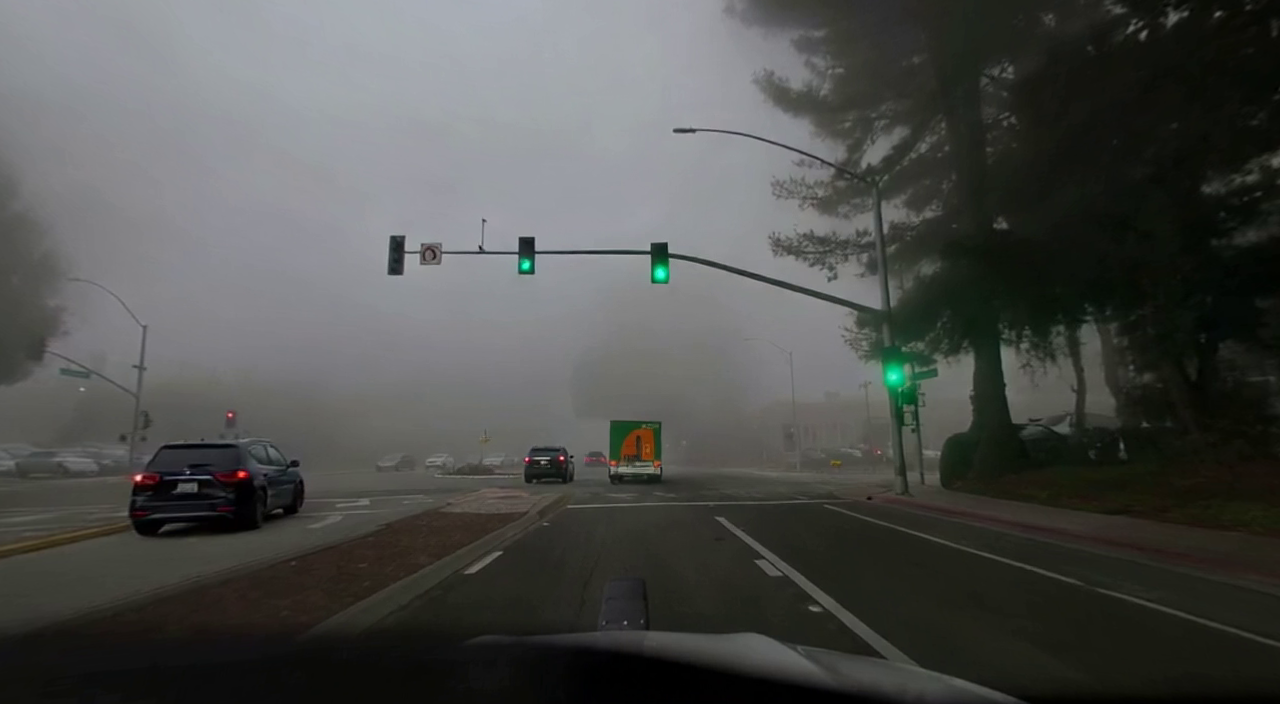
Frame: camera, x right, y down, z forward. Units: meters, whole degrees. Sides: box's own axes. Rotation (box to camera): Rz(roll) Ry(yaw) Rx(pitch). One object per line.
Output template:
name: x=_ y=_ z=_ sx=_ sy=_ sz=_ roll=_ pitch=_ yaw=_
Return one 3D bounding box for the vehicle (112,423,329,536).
vehicle: x=-7.911 y=2.402 z=12.513 sx=2.021 sy=1.798 sz=4.346 roll=2 pitch=-9 yaw=-12

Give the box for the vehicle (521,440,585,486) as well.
vehicle: x=-3.728 y=4.825 z=27.884 sx=2.184 sy=1.830 sz=4.890 roll=0 pitch=-8 yaw=0

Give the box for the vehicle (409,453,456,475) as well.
vehicle: x=-16.365 y=8.830 z=49.971 sx=2.022 sy=1.442 sz=4.853 roll=-4 pitch=-9 yaw=1

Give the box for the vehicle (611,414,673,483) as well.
vehicle: x=-0.032 y=5.180 z=34.095 sx=2.843 sy=3.120 sz=10.422 roll=0 pitch=-8 yaw=-1
